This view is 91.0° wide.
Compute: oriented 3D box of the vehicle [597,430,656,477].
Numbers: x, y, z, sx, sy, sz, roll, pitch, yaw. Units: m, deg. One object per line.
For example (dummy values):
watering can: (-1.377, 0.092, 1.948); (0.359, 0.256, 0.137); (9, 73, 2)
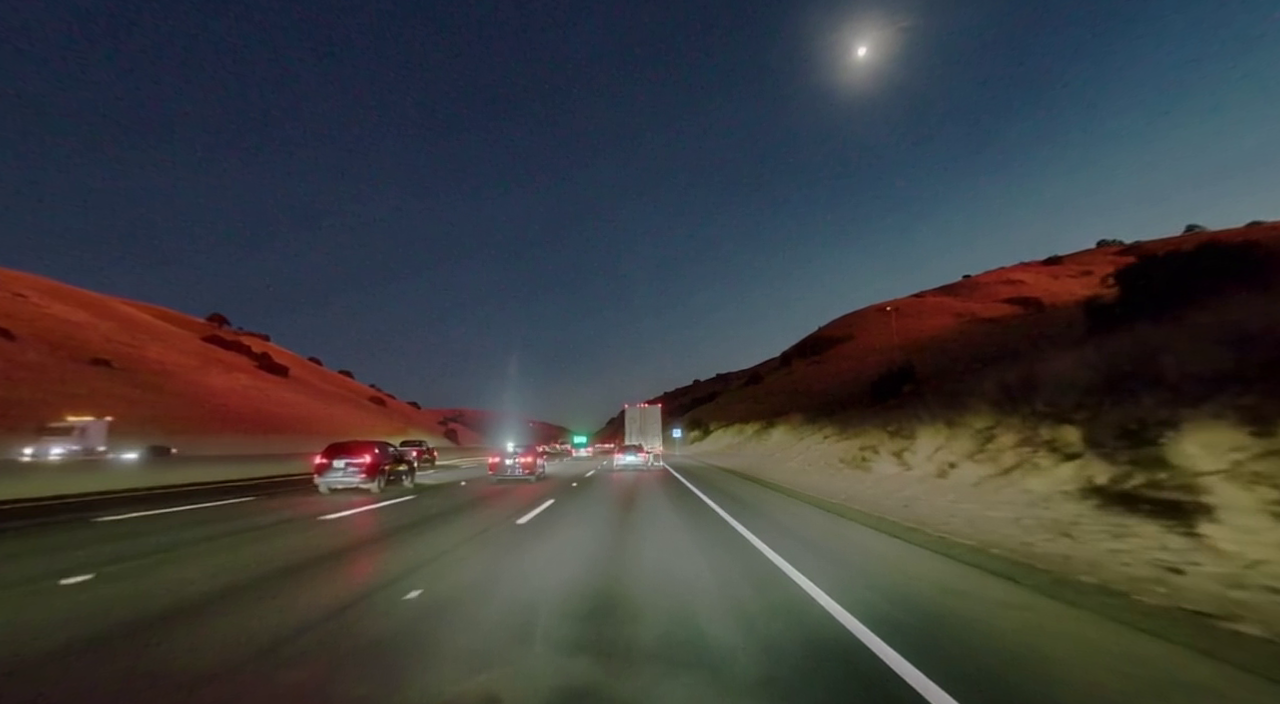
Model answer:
vehicle: (-0.520, 4.302, 26.829); (2.281, 1.795, 4.297); (1, -9, 0)

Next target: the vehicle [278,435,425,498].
vehicle: (-7.789, 3.126, 17.551); (2.029, 1.507, 4.204); (1, -9, 1)

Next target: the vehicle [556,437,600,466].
vehicle: (-3.765, 6.171, 39.077); (2.155, 1.661, 4.477); (0, -9, 1)

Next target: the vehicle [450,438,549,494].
vehicle: (-4.123, 3.422, 19.316); (1.943, 1.468, 4.547); (1, -9, 0)
